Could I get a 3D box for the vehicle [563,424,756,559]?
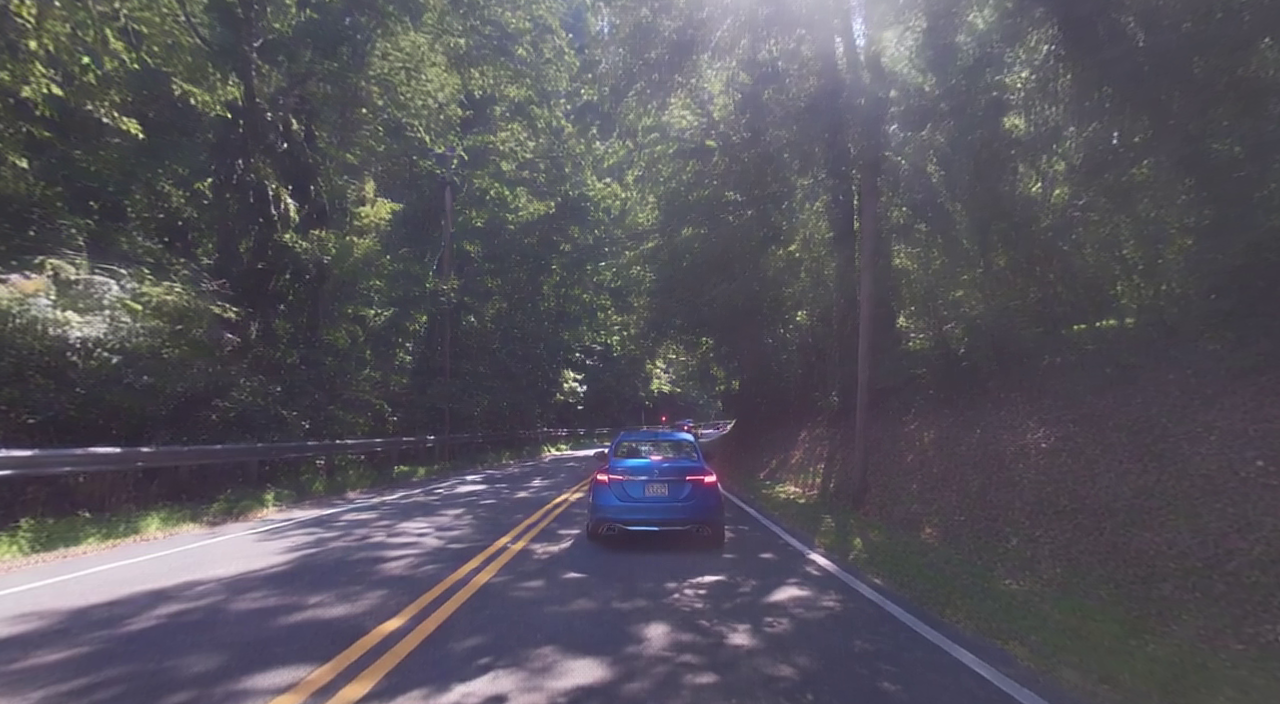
[{"bbox_3d":[0.249,1.873,9.121,2.187,1.533,3.726,0,-8,1],"label":"vehicle"}]
